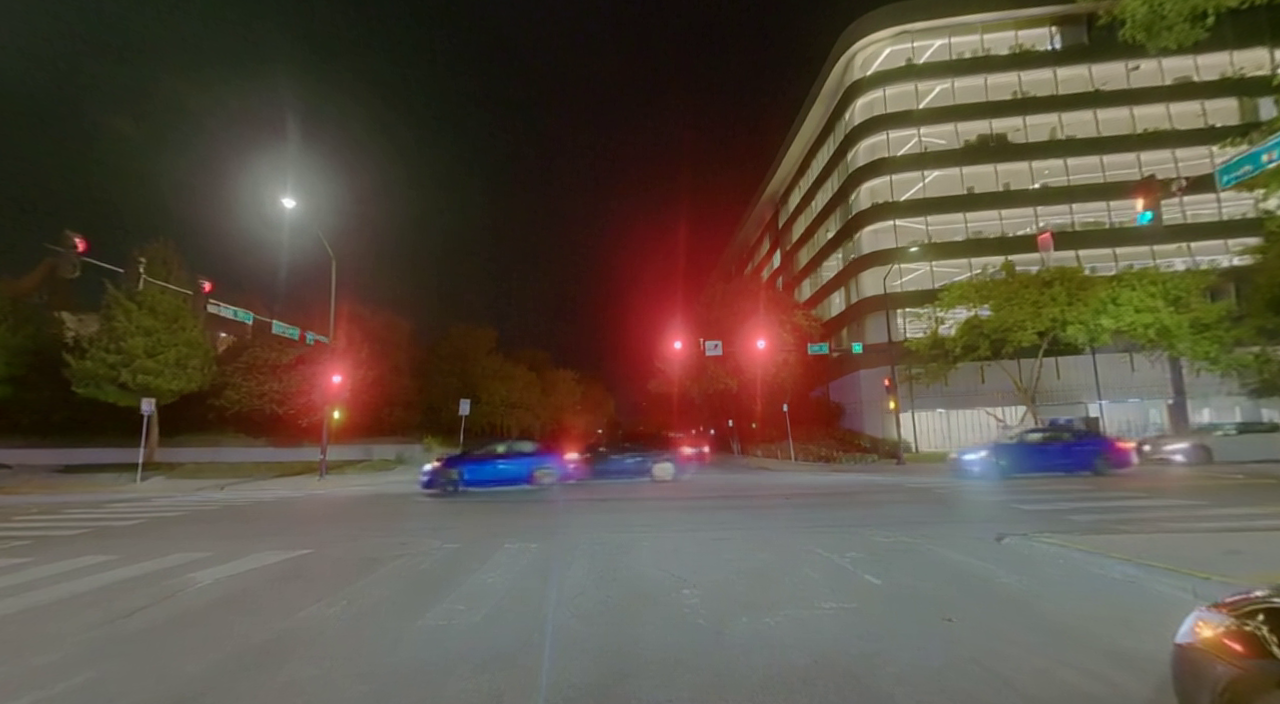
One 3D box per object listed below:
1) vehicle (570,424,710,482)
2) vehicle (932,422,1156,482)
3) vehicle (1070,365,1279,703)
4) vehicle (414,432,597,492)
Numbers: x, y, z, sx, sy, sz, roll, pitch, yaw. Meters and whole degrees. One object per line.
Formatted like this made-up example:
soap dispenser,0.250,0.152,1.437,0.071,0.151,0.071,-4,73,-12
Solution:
vehicle,0.006,3.279,20.535,4.363,1.757,1.926,0,-8,1
vehicle,10.738,2.685,16.957,4.723,1.484,1.883,0,-8,0
vehicle,2.890,0.675,0.831,1.947,1.576,3.825,0,-8,1
vehicle,-3.459,2.925,16.814,4.464,1.472,1.867,0,-8,0
